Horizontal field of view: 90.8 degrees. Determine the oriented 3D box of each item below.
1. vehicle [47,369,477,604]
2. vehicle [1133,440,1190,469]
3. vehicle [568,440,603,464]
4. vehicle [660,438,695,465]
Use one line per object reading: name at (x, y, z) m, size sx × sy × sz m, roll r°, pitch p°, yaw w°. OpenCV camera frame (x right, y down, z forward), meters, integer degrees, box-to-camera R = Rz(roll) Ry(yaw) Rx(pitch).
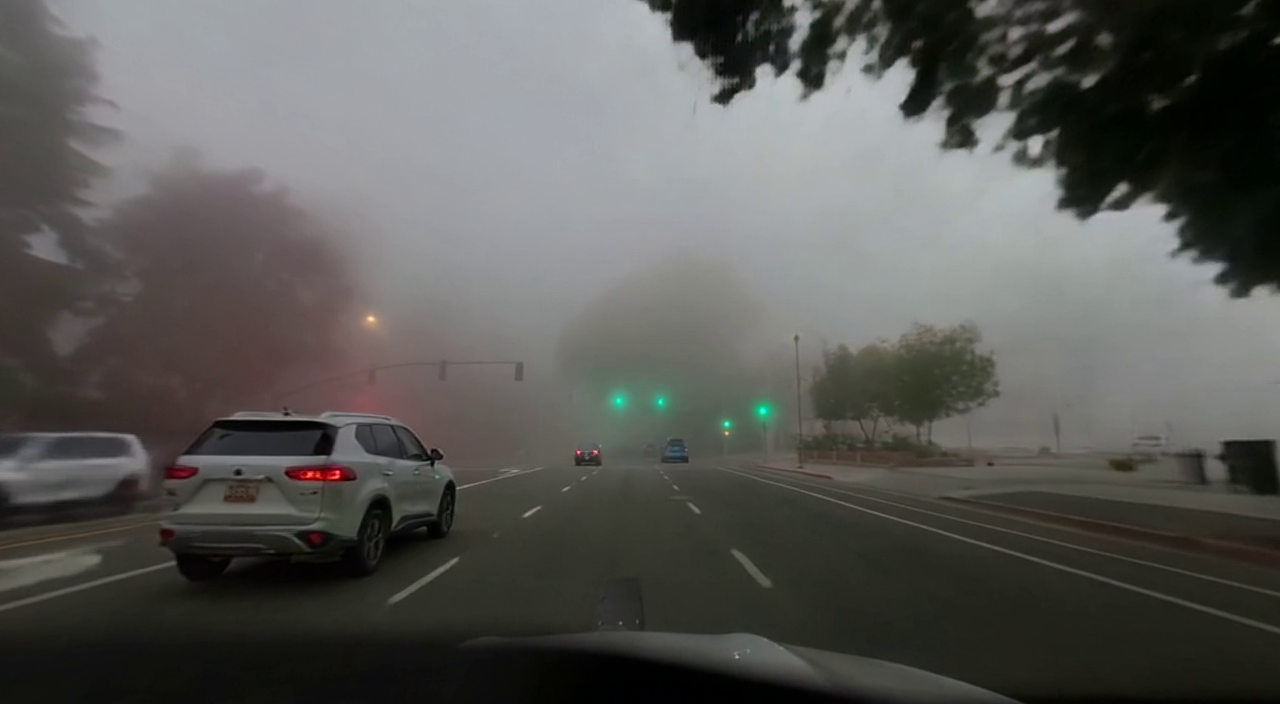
vehicle at (-3.874, 1.515, 8.010) m, size 2.225 × 1.984 × 5.168 m, roll 0°, pitch -8°, yaw 0°
vehicle at (38.328, 7.488, 46.557) m, size 2.026 × 1.987 × 5.331 m, roll -5°, pitch -9°, yaw 27°
vehicle at (-3.931, 7.293, 46.305) m, size 2.083 × 1.685 × 4.069 m, roll 0°, pitch -8°, yaw 1°
vehicle at (2.561, 6.920, 44.055) m, size 2.018 × 1.719 × 4.369 m, roll 0°, pitch -8°, yaw -2°
